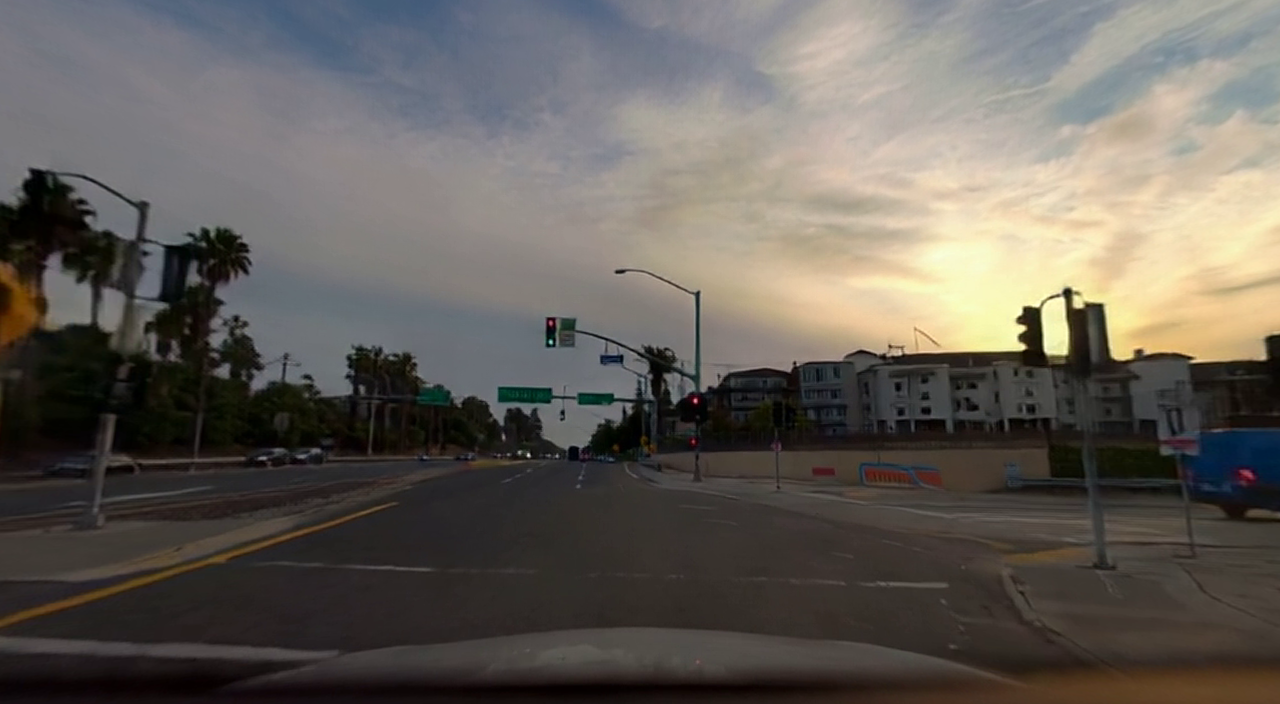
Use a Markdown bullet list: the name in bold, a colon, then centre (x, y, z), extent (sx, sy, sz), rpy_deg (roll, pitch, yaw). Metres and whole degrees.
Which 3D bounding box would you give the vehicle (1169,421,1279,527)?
- **vehicle**: centre (19.821, 3.725, 19.727), extent (4.180, 3.020, 2.606), rpy_deg (1, -9, -7)
